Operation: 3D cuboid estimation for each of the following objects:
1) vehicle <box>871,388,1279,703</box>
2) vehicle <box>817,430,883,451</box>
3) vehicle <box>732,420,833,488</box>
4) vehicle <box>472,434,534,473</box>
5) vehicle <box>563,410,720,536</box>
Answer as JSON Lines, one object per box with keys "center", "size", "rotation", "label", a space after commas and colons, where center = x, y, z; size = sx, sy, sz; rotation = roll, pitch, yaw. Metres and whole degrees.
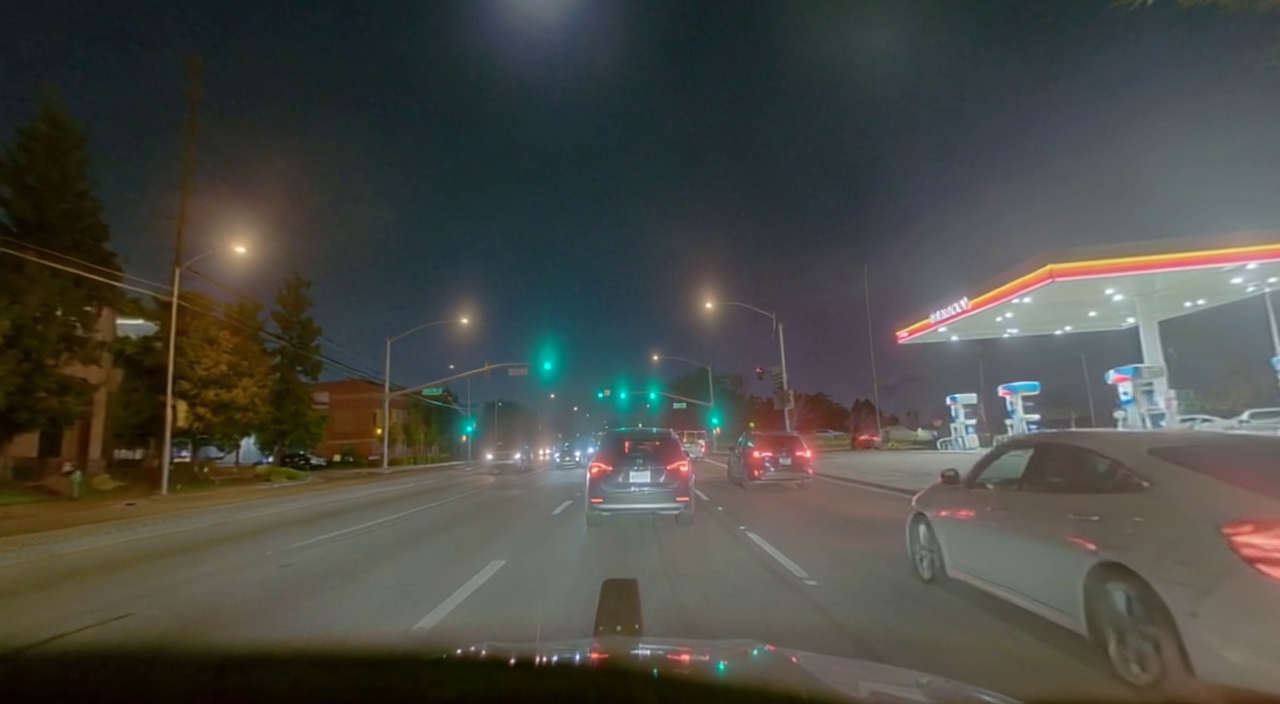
{"center": [3.346, 1.146, 4.226], "size": [1.904, 1.472, 4.358], "rotation": [0, -8, -1], "label": "vehicle"}
{"center": [16.526, 7.025, 49.945], "size": [4.715, 1.582, 1.884], "rotation": [-2, -9, 11], "label": "vehicle"}
{"center": [4.177, 3.110, 19.489], "size": [2.116, 1.791, 5.006], "rotation": [-1, -8, 2], "label": "vehicle"}
{"center": [-6.400, 4.802, 30.124], "size": [1.994, 1.695, 4.471], "rotation": [0, -8, -1], "label": "vehicle"}
{"center": [-0.039, 1.960, 10.742], "size": [2.164, 1.718, 3.881], "rotation": [0, -8, -2], "label": "vehicle"}
